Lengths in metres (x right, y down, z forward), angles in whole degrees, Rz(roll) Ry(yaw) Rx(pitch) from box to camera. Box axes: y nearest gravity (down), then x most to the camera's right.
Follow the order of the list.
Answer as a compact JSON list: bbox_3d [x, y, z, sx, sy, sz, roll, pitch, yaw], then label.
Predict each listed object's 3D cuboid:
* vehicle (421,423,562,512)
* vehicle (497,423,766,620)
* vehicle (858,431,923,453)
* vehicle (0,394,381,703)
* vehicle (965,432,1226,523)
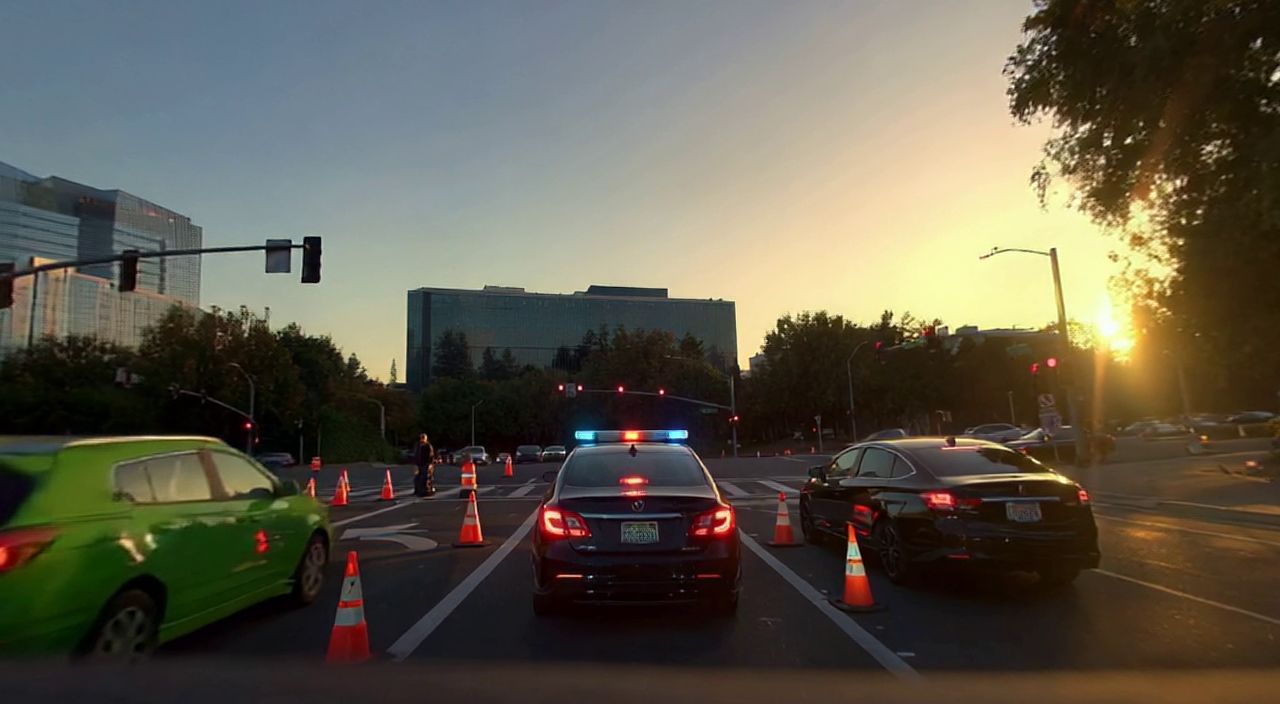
[{"bbox_3d":[-3.318,2.707,15.210,2.096,1.789,4.719,0,-9,2],"label":"vehicle"},{"bbox_3d":[-0.122,1.625,7.067,2.061,1.486,4.332,0,-8,-2],"label":"vehicle"},{"bbox_3d":[19.711,7.116,49.629,4.211,1.659,1.983,0,-9,-2],"label":"vehicle"},{"bbox_3d":[-3.642,1.226,4.497,1.863,1.526,4.006,0,-9,0],"label":"vehicle"},{"bbox_3d":[9.341,2.582,13.581,1.957,1.576,4.670,0,-9,-3],"label":"vehicle"}]
